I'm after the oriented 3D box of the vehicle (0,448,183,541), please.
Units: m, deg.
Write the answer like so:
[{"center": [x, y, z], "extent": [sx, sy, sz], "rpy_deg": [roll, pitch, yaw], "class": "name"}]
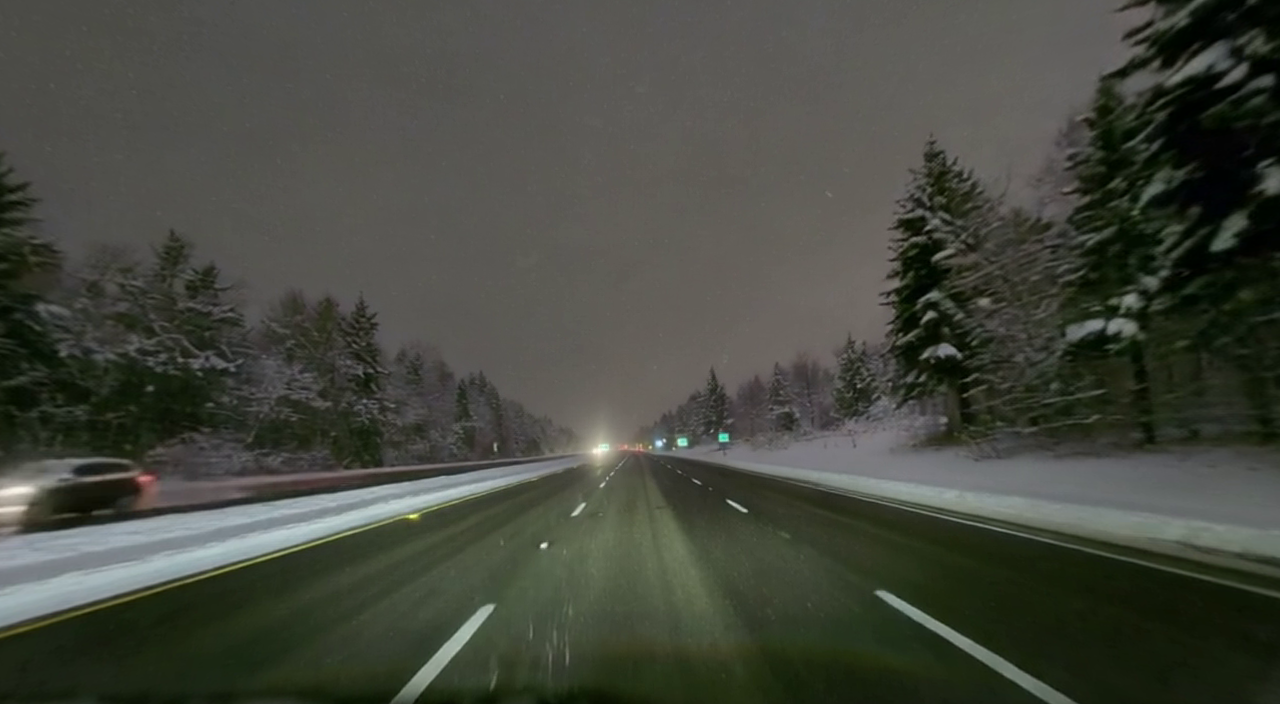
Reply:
[{"center": [-11.086, 2.481, 11.512], "extent": [2.087, 1.455, 4.585], "rpy_deg": [0, -9, 0], "class": "vehicle"}]
